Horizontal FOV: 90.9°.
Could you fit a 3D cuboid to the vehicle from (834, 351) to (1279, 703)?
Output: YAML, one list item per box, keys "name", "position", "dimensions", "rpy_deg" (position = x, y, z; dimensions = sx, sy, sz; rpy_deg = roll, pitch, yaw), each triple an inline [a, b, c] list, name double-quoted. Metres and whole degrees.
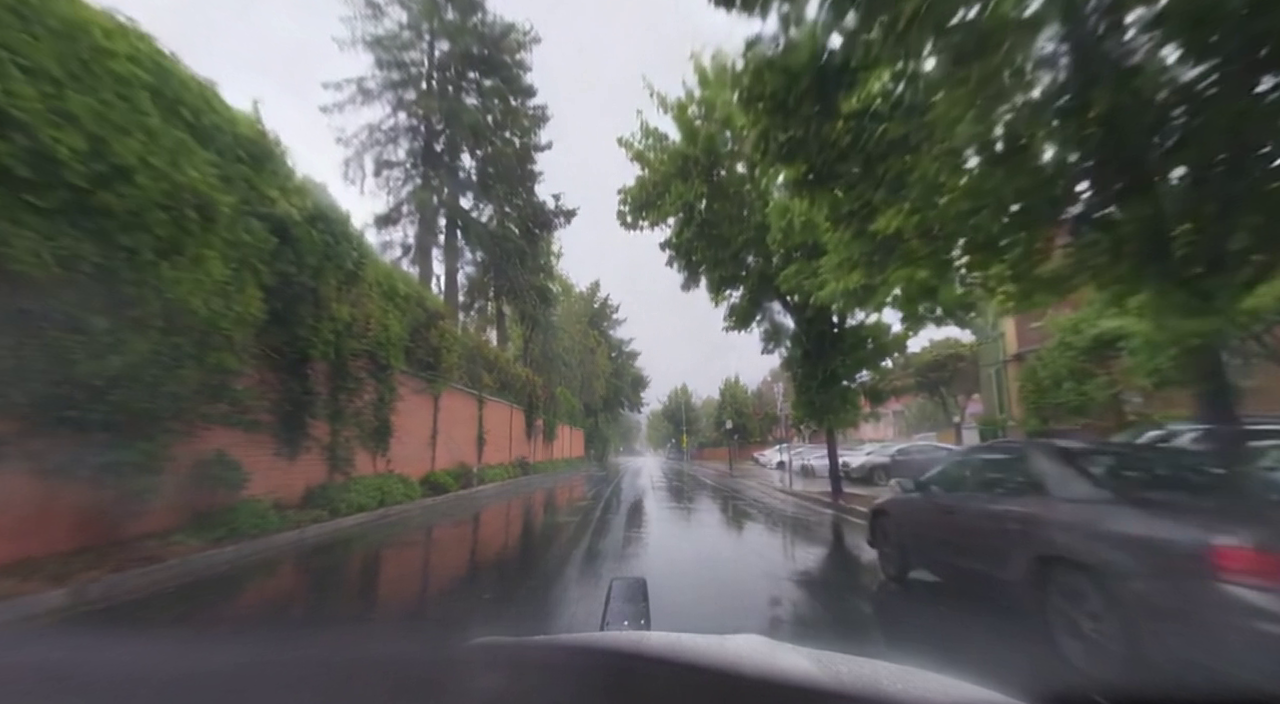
- name: "vehicle"
  position: [3.403, 1.089, 4.105]
  dimensions: [2.161, 1.622, 6.732]
  rpy_deg: [0, -8, 0]

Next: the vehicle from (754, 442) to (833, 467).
- name: "vehicle"
  position: [9.597, 6.454, 39.666]
  dimensions: [4.309, 1.442, 2.145]
  rpy_deg: [-1, -10, -2]
